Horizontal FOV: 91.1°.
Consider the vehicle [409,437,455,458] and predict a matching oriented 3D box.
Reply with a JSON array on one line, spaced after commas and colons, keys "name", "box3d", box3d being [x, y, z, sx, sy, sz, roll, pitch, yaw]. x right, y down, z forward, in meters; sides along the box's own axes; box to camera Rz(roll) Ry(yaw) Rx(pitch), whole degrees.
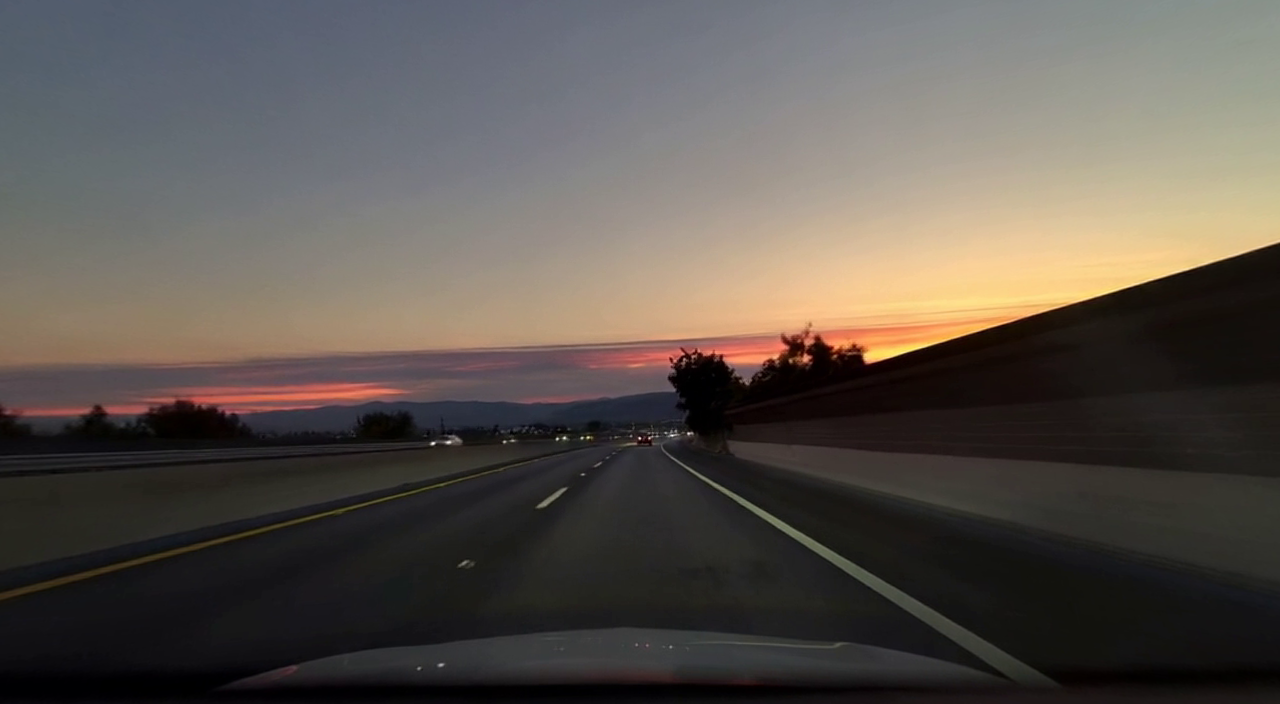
[{"name": "vehicle", "box3d": [-15.833, 7.294, 48.174, 1.892, 1.494, 4.593, 0, -7, 1]}]
